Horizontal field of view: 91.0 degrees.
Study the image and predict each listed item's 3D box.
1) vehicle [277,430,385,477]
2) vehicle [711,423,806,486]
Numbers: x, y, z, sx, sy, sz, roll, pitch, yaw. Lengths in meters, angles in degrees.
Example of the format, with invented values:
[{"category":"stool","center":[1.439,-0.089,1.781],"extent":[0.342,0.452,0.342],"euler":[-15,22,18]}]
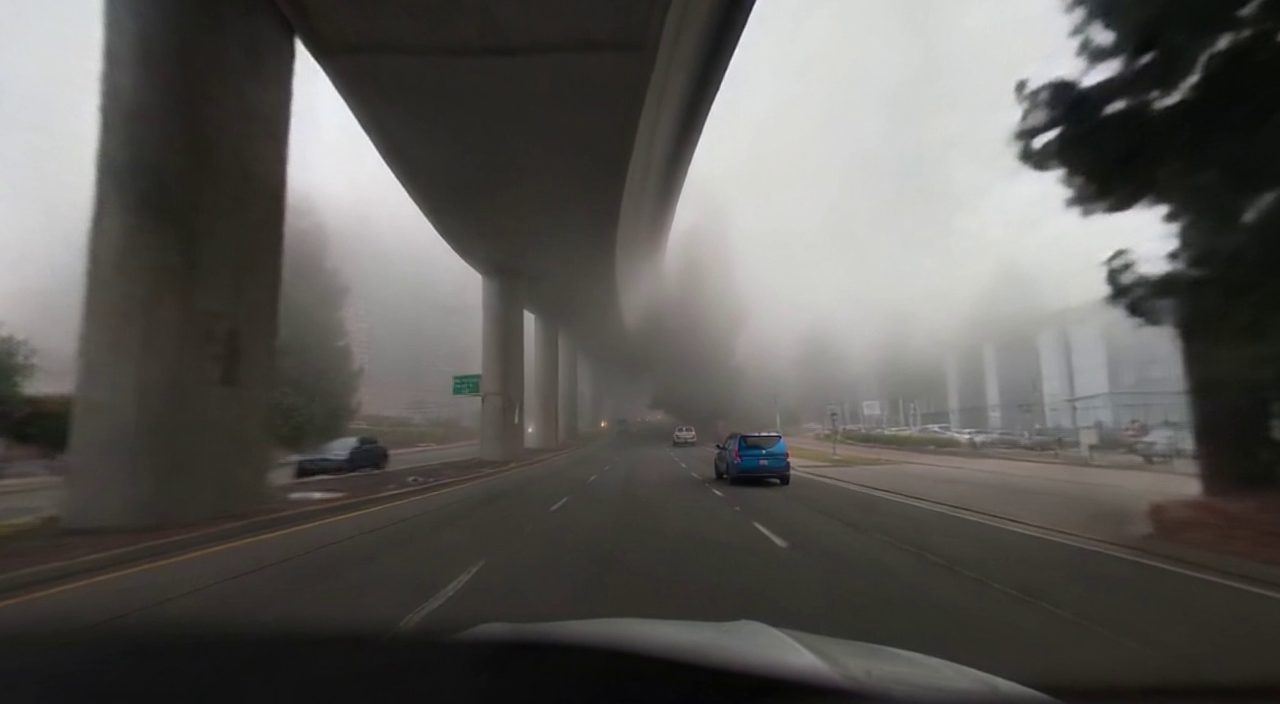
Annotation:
[{"category":"vehicle","center":[-12.249,4.042,25.337],"extent":[1.976,1.694,4.453],"euler":[0,-8,2]},{"category":"vehicle","center":[3.569,3.187,19.849],"extent":[2.110,1.712,4.489],"euler":[0,-8,0]}]
